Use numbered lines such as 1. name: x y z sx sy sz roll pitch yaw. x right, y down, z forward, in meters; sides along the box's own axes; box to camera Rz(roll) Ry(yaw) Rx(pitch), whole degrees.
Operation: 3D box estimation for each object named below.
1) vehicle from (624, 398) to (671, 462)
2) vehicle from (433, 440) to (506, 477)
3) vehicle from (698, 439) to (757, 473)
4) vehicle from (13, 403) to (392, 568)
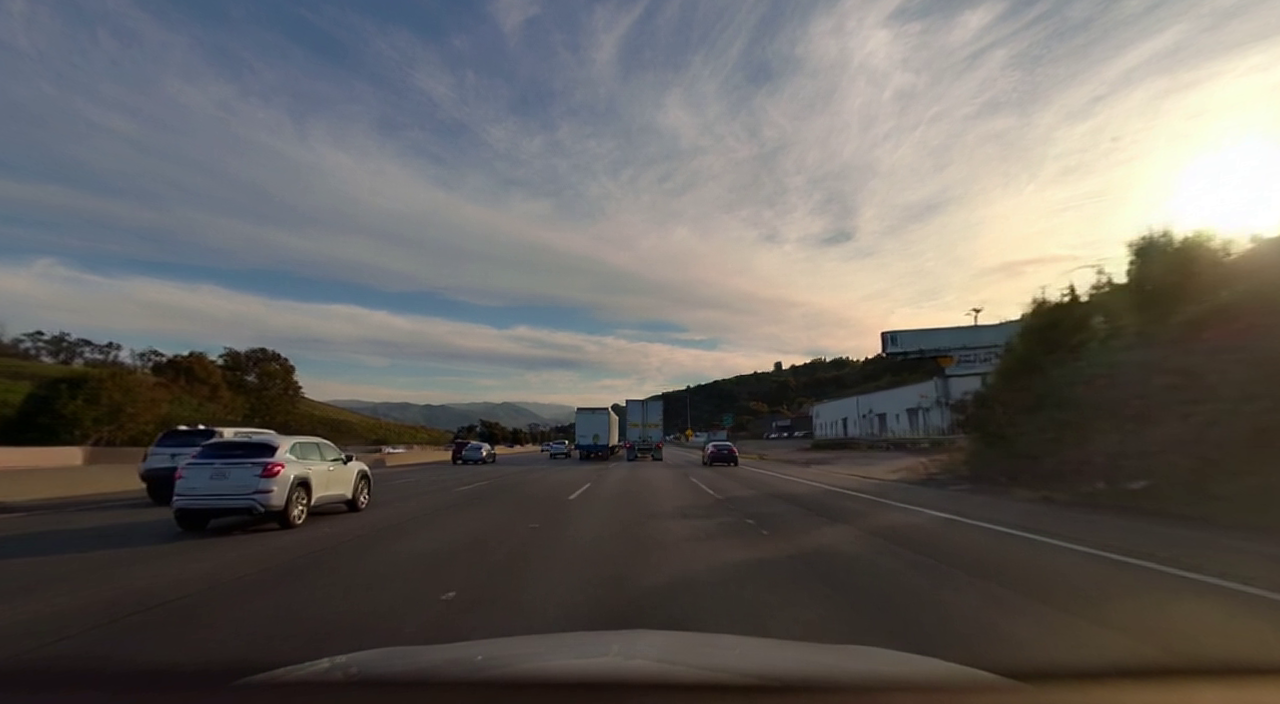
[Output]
1. vehicle: 0.442 5.807 45.895 2.969 4.104 10.906 0 -9 0
2. vehicle: -7.378 4.655 27.843 1.891 1.460 4.506 0 -8 1
3. vehicle: 3.925 4.755 29.048 2.006 1.452 4.246 0 -9 -1
4. vehicle: -5.587 1.754 9.037 2.122 1.754 4.379 0 -9 2
